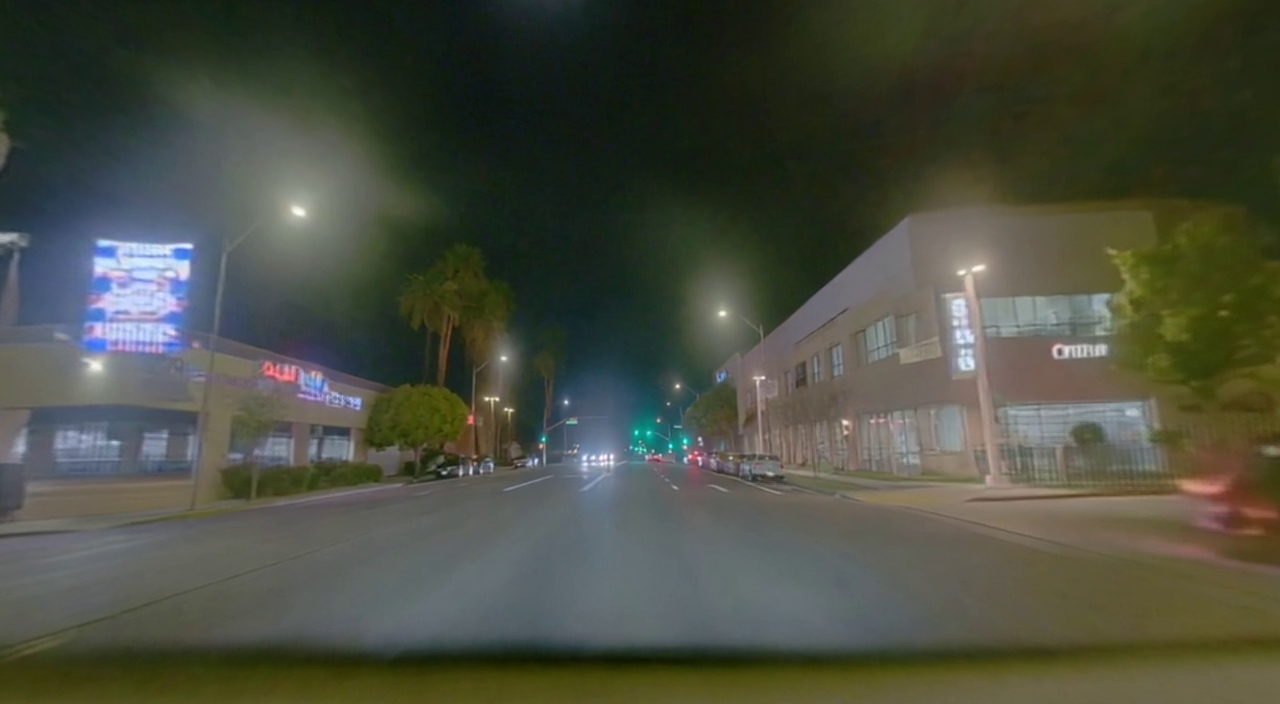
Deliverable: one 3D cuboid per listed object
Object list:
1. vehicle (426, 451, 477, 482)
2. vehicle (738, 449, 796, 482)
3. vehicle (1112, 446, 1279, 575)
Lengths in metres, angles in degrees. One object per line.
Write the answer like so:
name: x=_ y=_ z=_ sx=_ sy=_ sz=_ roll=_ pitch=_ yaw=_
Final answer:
vehicle: x=-13.023 y=7.890 z=43.930 sx=1.975 sy=1.570 sz=5.265 roll=-8 pitch=-7 yaw=-3
vehicle: x=6.364 y=5.701 z=32.136 sx=1.840 sy=1.503 sz=4.760 roll=0 pitch=-8 yaw=-1
vehicle: x=8.787 y=2.150 z=9.382 sx=2.067 sy=1.477 sz=4.653 roll=-8 pitch=-12 yaw=44
